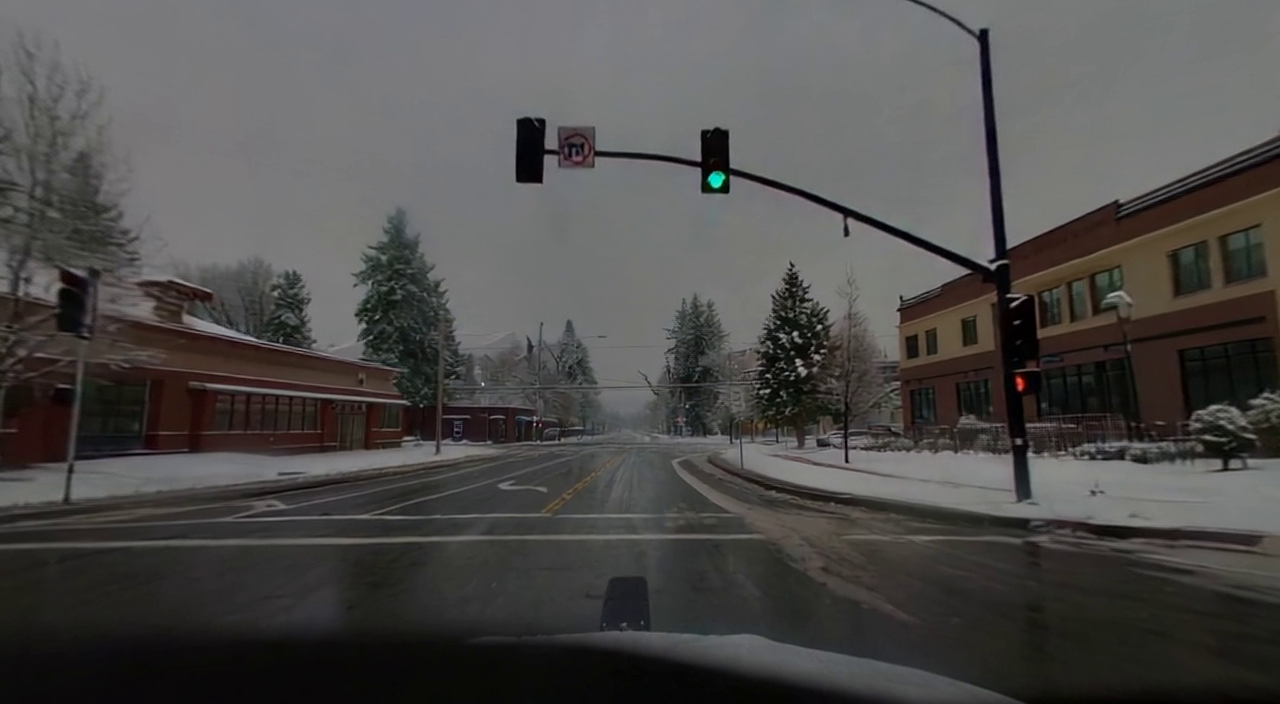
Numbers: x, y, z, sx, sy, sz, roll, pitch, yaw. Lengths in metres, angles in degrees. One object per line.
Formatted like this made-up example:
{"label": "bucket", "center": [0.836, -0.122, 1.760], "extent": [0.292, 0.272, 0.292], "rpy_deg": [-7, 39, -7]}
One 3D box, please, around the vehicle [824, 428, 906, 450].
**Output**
{"label": "vehicle", "center": [14.832, 5.764, 41.749], "extent": [4.693, 1.437, 1.799], "rpy_deg": [0, -8, 3]}
